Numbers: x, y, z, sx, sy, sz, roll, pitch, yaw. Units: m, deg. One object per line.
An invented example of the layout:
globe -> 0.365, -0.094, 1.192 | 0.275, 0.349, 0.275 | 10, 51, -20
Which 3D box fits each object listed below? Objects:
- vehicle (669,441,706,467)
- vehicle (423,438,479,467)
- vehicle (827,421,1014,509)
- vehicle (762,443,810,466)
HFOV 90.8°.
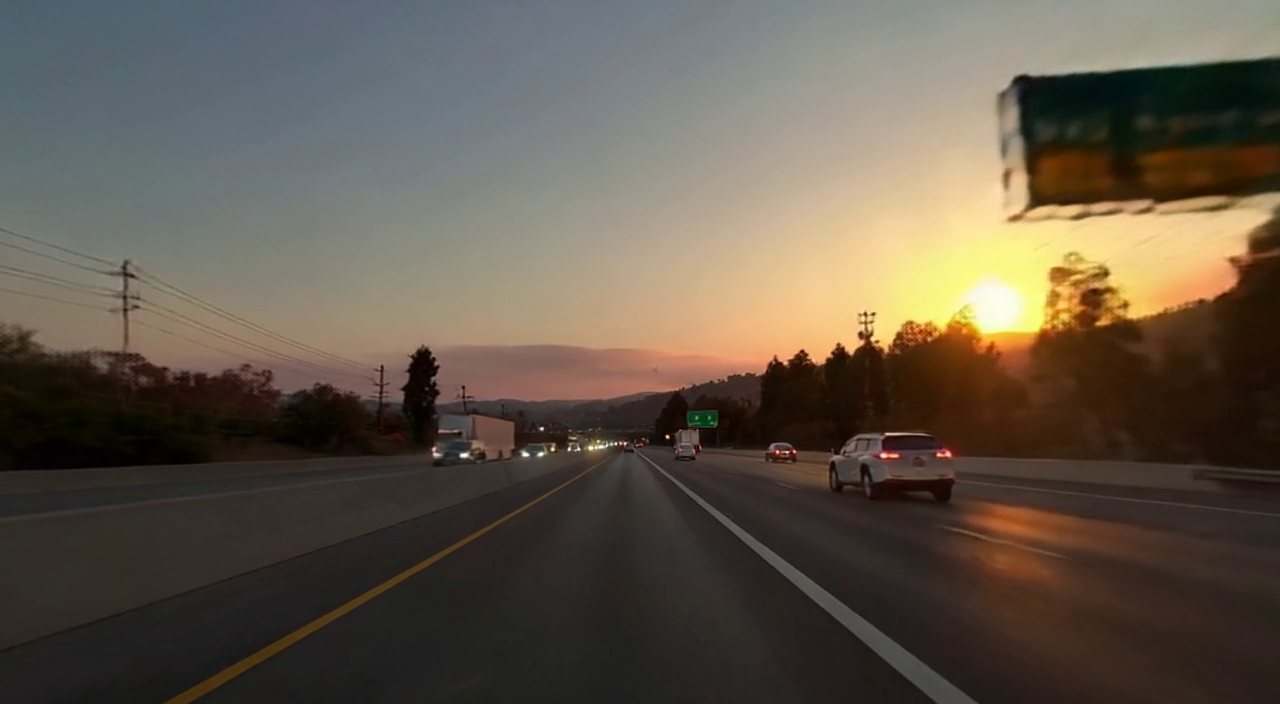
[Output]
vehicle -> 3.075, 6.755, 41.984 | 2.018, 1.600, 4.121 | 0, -8, -2
vehicle -> -11.649, 6.250, 39.322 | 2.029, 1.681, 4.607 | 0, -8, 0
vehicle -> 6.785, 2.807, 16.230 | 2.244, 1.858, 5.414 | 0, -8, -1
vehicle -> 10.264, 7.257, 44.906 | 1.987, 1.502, 5.130 | 0, -8, -2
